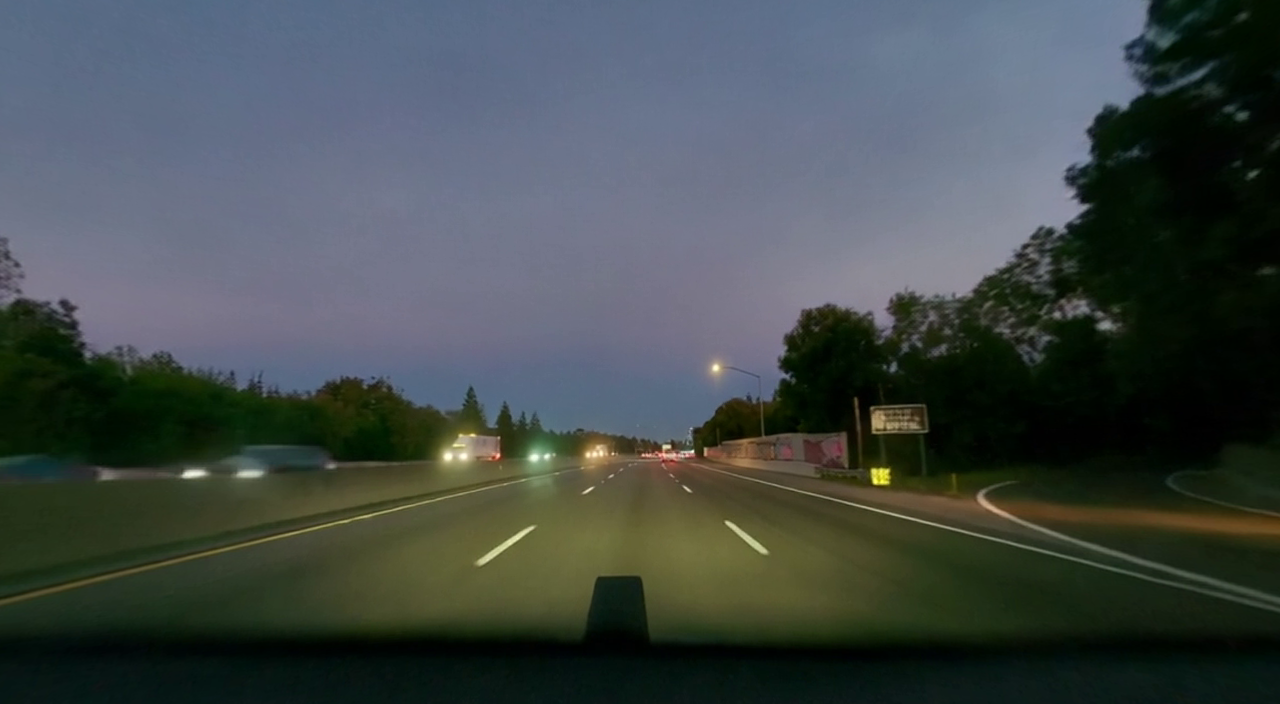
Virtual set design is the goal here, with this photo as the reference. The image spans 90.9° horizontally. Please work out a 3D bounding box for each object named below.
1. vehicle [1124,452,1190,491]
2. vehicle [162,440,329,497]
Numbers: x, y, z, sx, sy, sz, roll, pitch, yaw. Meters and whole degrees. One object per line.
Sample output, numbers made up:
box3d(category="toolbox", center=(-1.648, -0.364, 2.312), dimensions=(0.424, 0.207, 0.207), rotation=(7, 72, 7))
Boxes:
box3d(category="vehicle", center=(22.781, 5.208, 27.758), dimensions=(2.008, 1.534, 3.912), rotation=(-7, -11, 39))
box3d(category="vehicle", center=(-12.453, 3.704, 20.443), dimensions=(2.015, 1.589, 5.138), rotation=(0, -9, 1))
